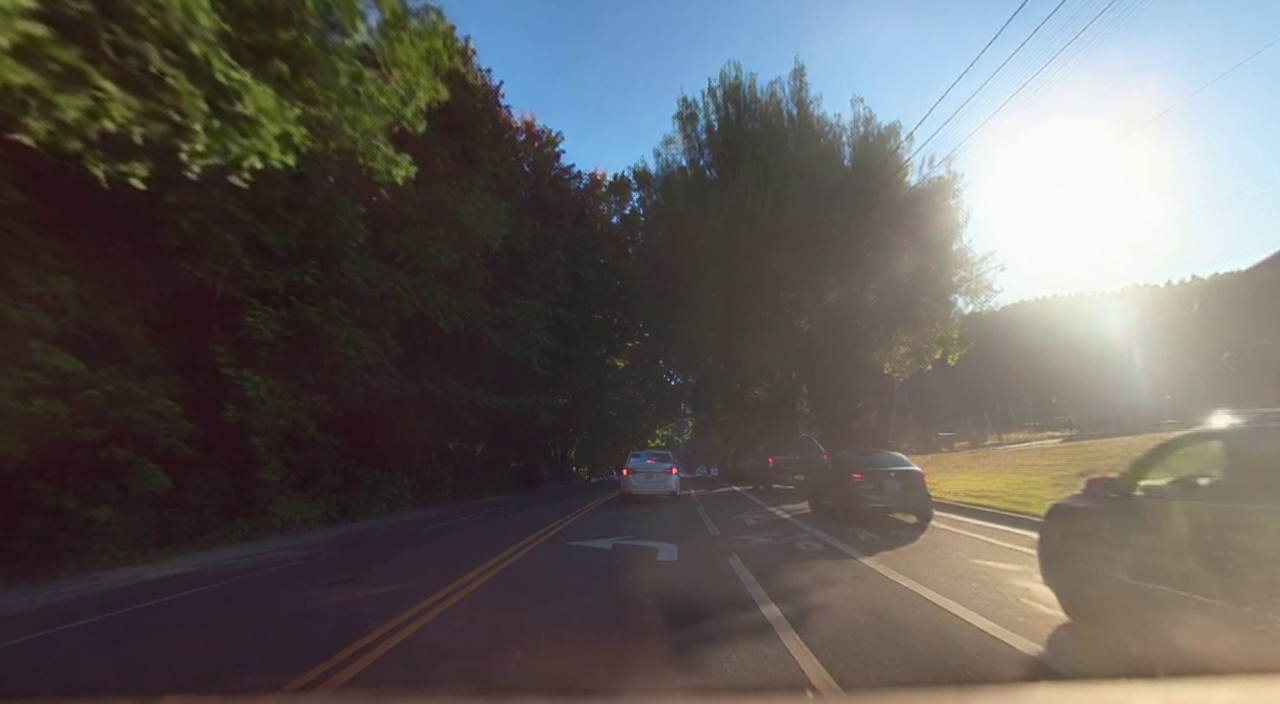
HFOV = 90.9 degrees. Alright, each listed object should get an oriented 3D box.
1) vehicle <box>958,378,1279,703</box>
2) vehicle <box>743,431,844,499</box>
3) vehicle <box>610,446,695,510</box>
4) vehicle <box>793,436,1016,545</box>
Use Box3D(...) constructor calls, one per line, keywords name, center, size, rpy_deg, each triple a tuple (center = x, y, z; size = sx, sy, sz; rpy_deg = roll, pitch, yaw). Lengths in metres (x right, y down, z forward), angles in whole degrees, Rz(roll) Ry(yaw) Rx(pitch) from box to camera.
Box3D(name="vehicle", center=(3.877, 1.013, 3.334), size=(1.957, 1.629, 4.609), rpy_deg=(0, -8, 0))
Box3D(name="vehicle", center=(4.516, 3.395, 19.354), size=(2.066, 1.804, 4.751), rpy_deg=(0, -8, 2))
Box3D(name="vehicle", center=(0.381, 3.396, 17.498), size=(2.078, 1.521, 4.058), rpy_deg=(0, -8, 2))
Box3D(name="vehicle", center=(4.238, 2.269, 11.153), size=(1.992, 1.469, 4.823), rpy_deg=(0, -8, 2))
